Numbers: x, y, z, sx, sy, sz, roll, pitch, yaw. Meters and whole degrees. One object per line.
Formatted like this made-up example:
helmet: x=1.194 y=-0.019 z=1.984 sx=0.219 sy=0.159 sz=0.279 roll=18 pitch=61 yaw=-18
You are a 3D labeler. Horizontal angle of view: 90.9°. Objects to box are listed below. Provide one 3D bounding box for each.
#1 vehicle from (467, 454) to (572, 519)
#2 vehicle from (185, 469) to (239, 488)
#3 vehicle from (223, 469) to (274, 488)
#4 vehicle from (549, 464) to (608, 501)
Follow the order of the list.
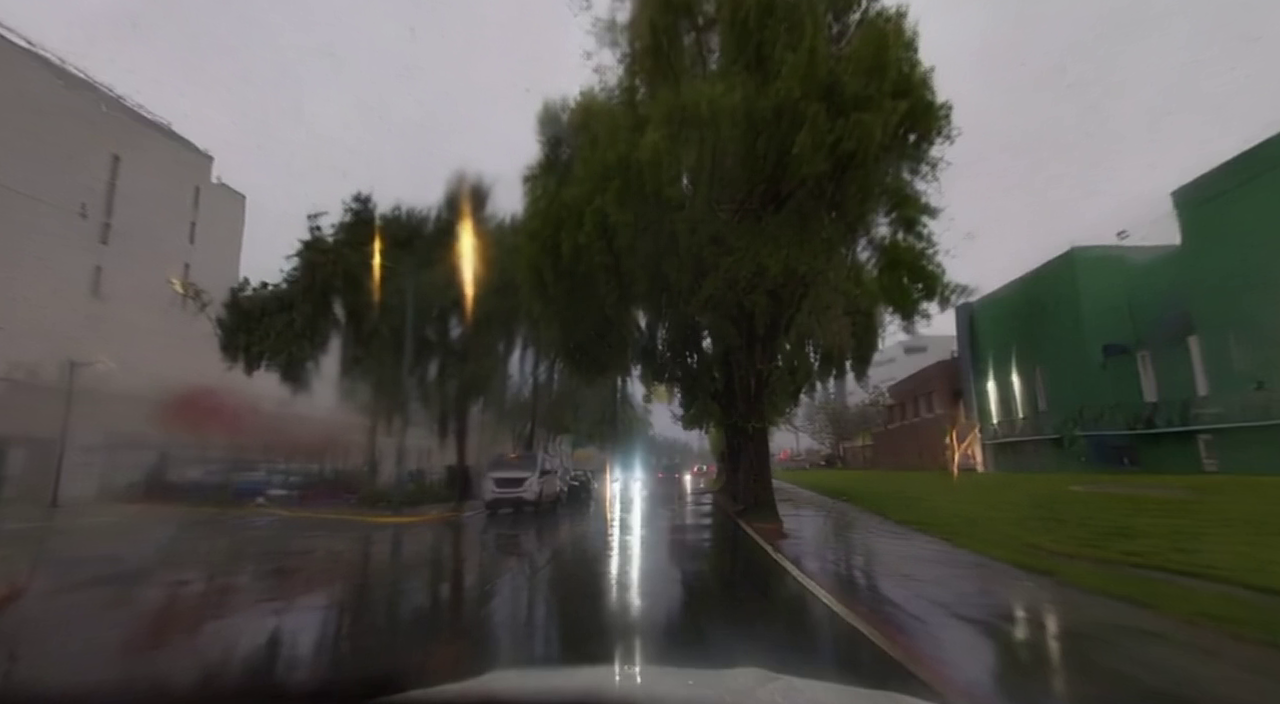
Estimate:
vehicle: x=-3.667 y=4.220 z=20.190 sx=2.022 sy=1.776 sz=4.625 roll=-2 pitch=-10 yaw=6
vehicle: x=-33.157 y=9.793 z=48.894 sx=1.576 sy=1.410 sz=3.430 roll=0 pitch=-11 yaw=5
vehicle: x=-30.122 y=9.784 z=48.583 sx=1.590 sy=1.392 sz=3.279 roll=0 pitch=-11 yaw=4
vehicle: x=-2.777 y=6.018 z=29.325 sx=1.903 sy=1.542 sz=4.115 roll=-2 pitch=-10 yaw=7
